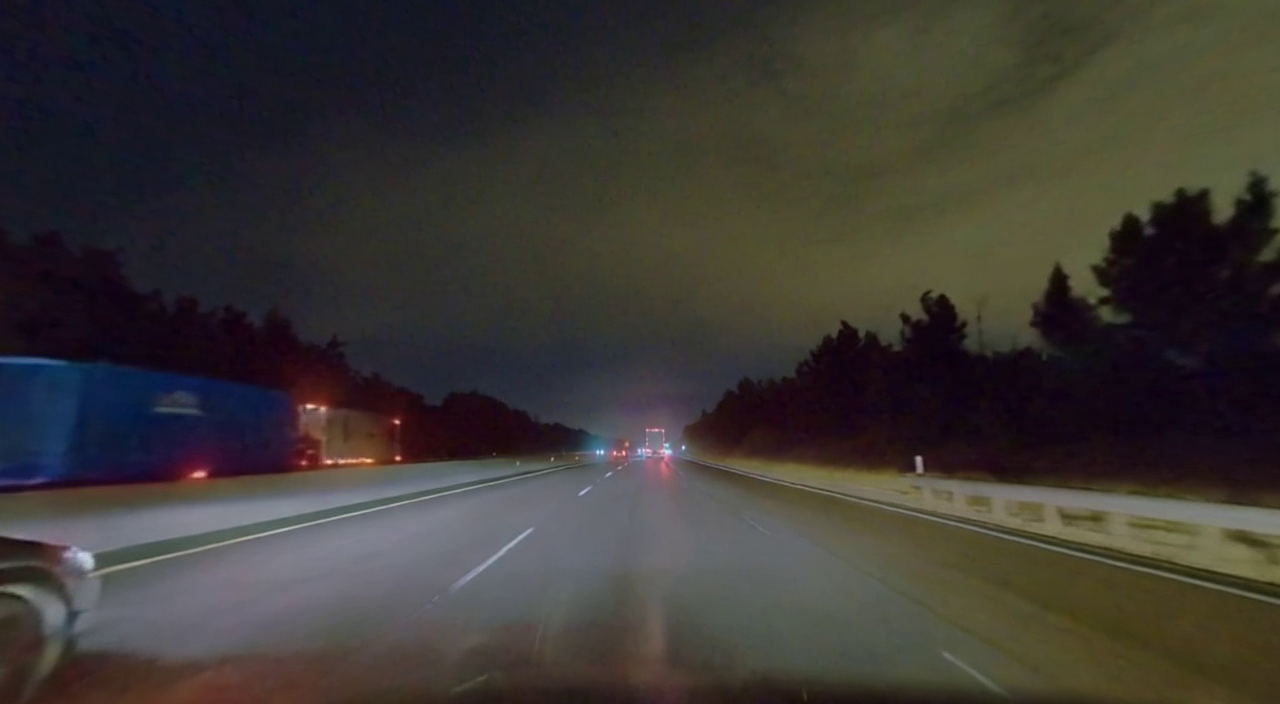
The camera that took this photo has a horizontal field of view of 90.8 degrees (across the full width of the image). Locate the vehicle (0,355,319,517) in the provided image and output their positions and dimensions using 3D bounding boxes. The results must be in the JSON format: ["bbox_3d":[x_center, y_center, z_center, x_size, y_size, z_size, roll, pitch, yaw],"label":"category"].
[{"bbox_3d":[-16.927,3.165,23.070,2.899,4.090,14.001,0,-9,1],"label":"vehicle"}]

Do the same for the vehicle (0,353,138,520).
[{"bbox_3d":[-16.941,2.173,16.149,3.004,3.988,5.943,0,-9,0],"label":"vehicle"}]
